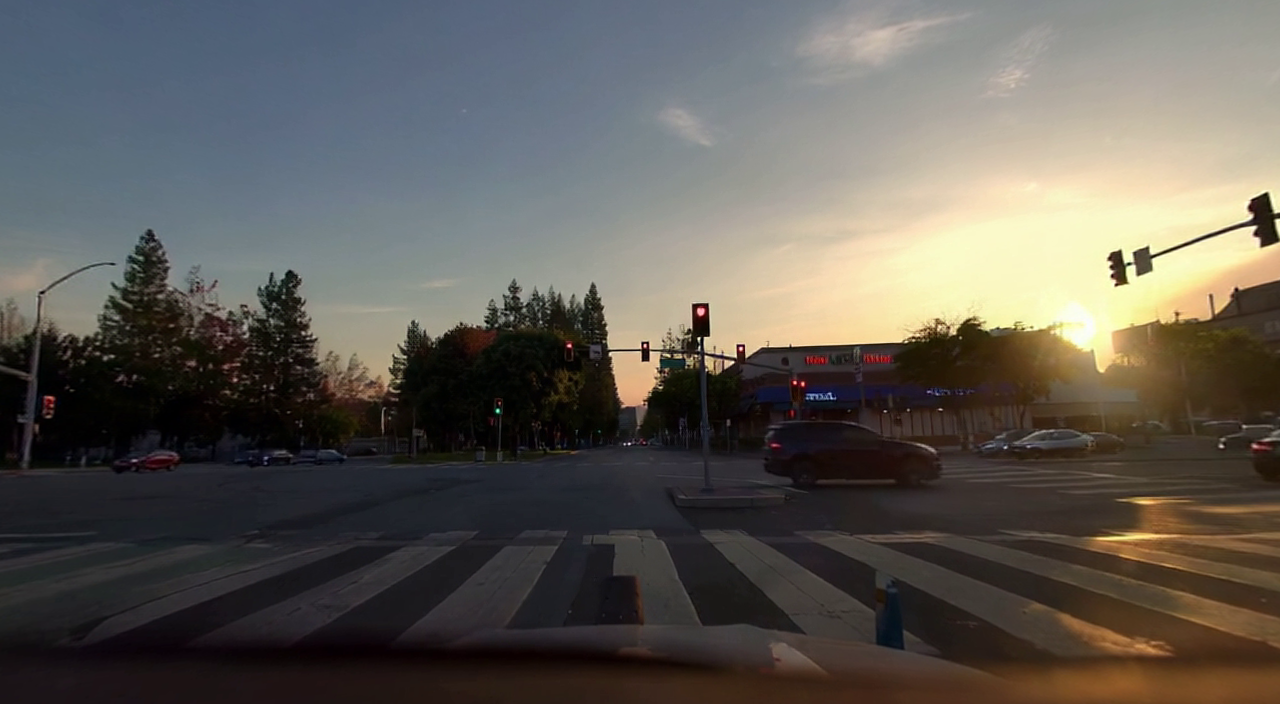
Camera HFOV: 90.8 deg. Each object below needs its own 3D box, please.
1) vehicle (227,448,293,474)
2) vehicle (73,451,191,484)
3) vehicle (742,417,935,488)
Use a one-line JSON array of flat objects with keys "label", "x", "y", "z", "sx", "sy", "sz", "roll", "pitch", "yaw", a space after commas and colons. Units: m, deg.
[{"label": "vehicle", "x": -26.341, "y": 7.562, "z": 43.964, "sx": 1.889, "sy": 1.662, "sz": 4.319, "roll": 0, "pitch": -9, "yaw": 0}, {"label": "vehicle", "x": -27.482, "y": 6.230, "z": 34.412, "sx": 2.135, "sy": 1.637, "sz": 4.582, "roll": -2, "pitch": -9, "yaw": 10}, {"label": "vehicle", "x": 6.046, "y": 3.093, "z": 19.610, "sx": 5.310, "sy": 1.972, "sz": 2.223, "roll": -3, "pitch": -9, "yaw": 19}]
